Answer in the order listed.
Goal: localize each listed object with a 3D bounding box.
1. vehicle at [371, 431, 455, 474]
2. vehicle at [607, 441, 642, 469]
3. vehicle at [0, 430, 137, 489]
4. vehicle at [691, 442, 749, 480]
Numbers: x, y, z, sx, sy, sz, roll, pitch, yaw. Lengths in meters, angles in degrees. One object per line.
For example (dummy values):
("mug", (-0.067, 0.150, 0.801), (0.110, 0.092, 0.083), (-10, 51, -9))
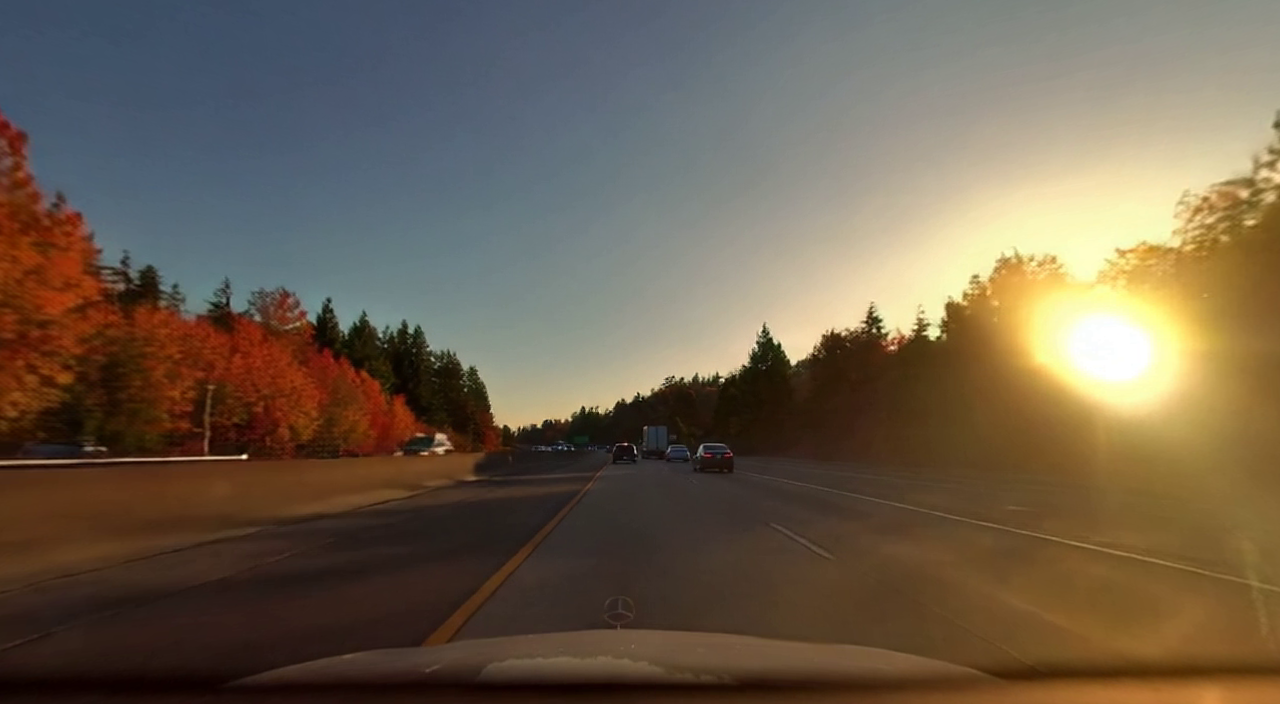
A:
("vehicle", (-9.069, 4.056, 25.442), (1.934, 1.550, 4.072), (-1, -9, -1))
("vehicle", (-1.057, 6.728, 41.167), (2.151, 1.693, 4.201), (0, -9, -2))
("vehicle", (-45.835, 7.935, 46.687), (2.957, 4.004, 18.233), (0, -8, -4))
("vehicle", (3.451, 4.772, 27.780), (1.968, 1.513, 3.911), (0, -9, -1))
